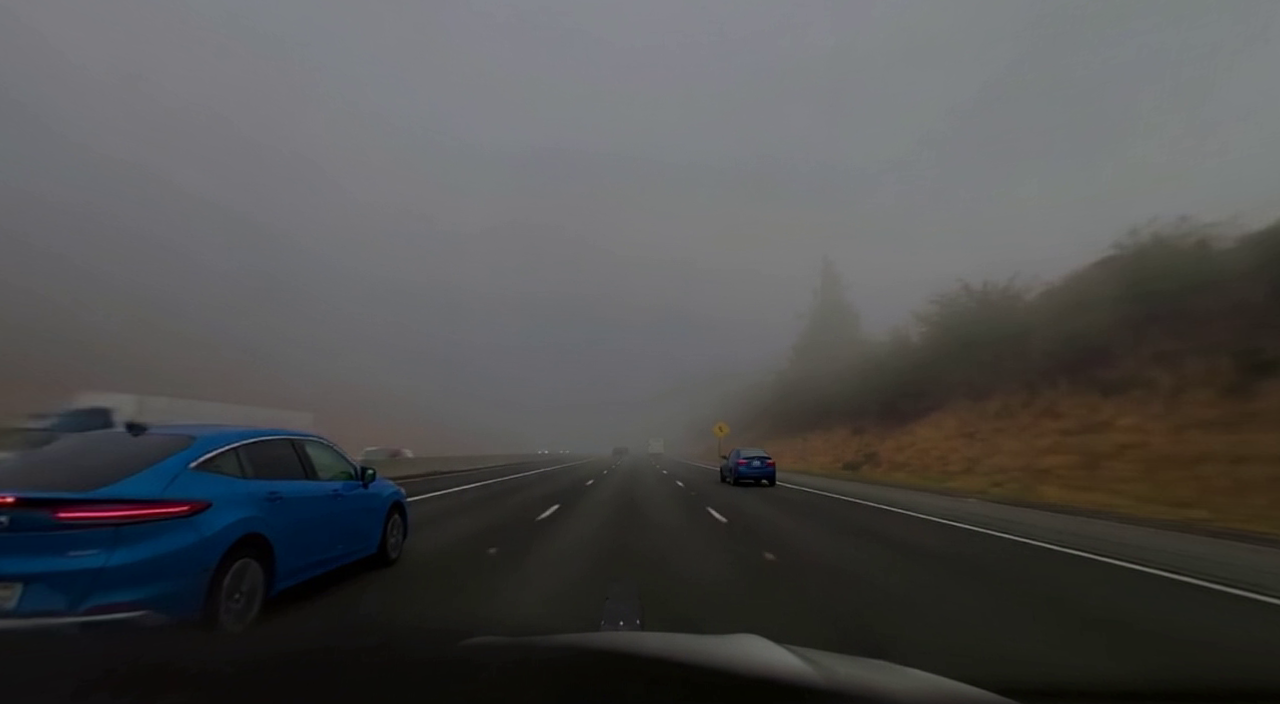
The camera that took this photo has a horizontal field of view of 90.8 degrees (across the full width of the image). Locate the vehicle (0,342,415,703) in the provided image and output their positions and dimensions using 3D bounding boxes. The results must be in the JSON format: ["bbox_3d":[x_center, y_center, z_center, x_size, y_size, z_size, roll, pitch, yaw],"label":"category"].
[{"bbox_3d":[-3.296,1.082,3.760,2.277,1.695,4.475,0,-9,-1],"label":"vehicle"}]

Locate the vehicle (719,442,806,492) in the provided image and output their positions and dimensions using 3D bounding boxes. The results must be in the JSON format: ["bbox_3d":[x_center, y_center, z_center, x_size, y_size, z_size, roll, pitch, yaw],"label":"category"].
[{"bbox_3d":[3.901,3.729,20.766,1.967,1.472,3.751,0,-9,-2],"label":"vehicle"}]
